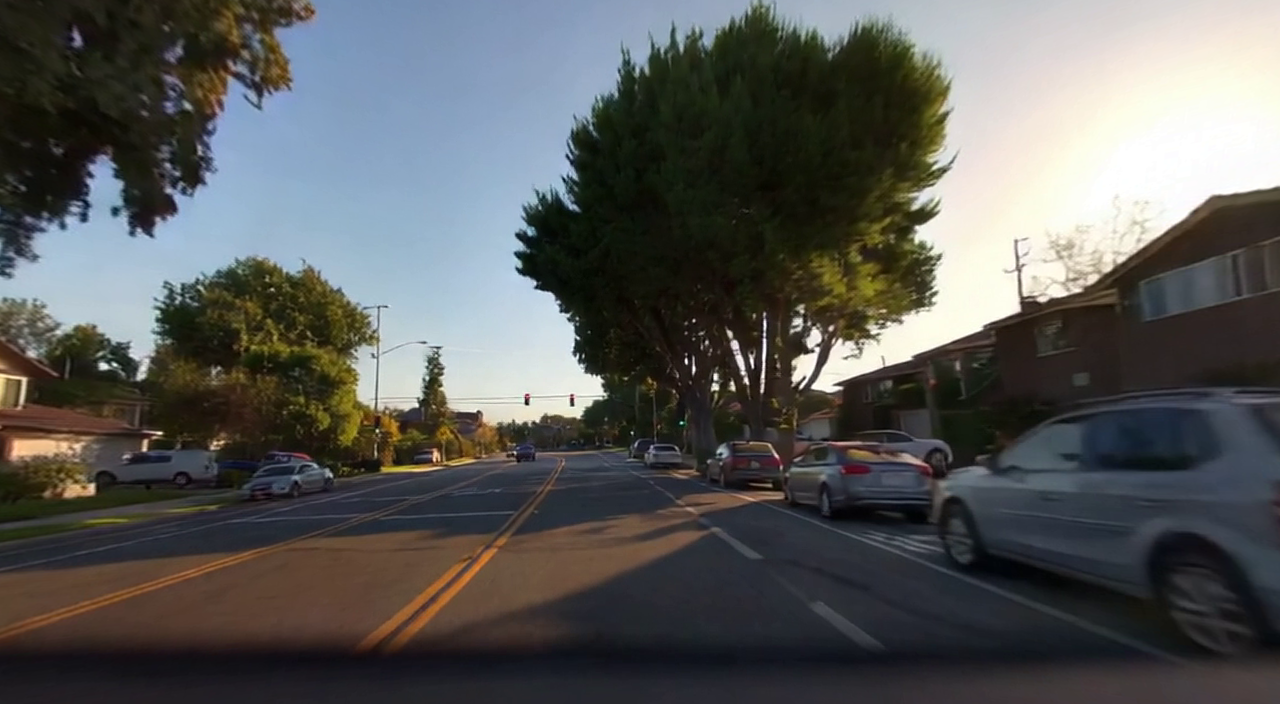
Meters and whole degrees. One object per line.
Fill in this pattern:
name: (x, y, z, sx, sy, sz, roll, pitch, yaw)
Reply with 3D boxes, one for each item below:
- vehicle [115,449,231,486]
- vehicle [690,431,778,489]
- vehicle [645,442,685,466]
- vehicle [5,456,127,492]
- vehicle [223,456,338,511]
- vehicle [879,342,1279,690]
vehicle: (-25.324, 6.272, 34.266, 4.552, 1.857, 1.950, 1, -8, -4)
vehicle: (3.282, 3.894, 23.175, 2.348, 1.804, 5.207, 2, -8, -1)
vehicle: (1.717, 7.282, 45.151, 2.350, 1.579, 4.765, 2, -8, -4)
vehicle: (-30.670, 6.511, 33.749, 4.320, 1.728, 2.107, 1, -8, -3)
vehicle: (-12.654, 4.590, 22.481, 1.932, 1.468, 4.305, -5, -8, -5)
vehicle: (4.458, 1.360, 6.059, 2.385, 1.932, 4.949, 4, -9, 0)
